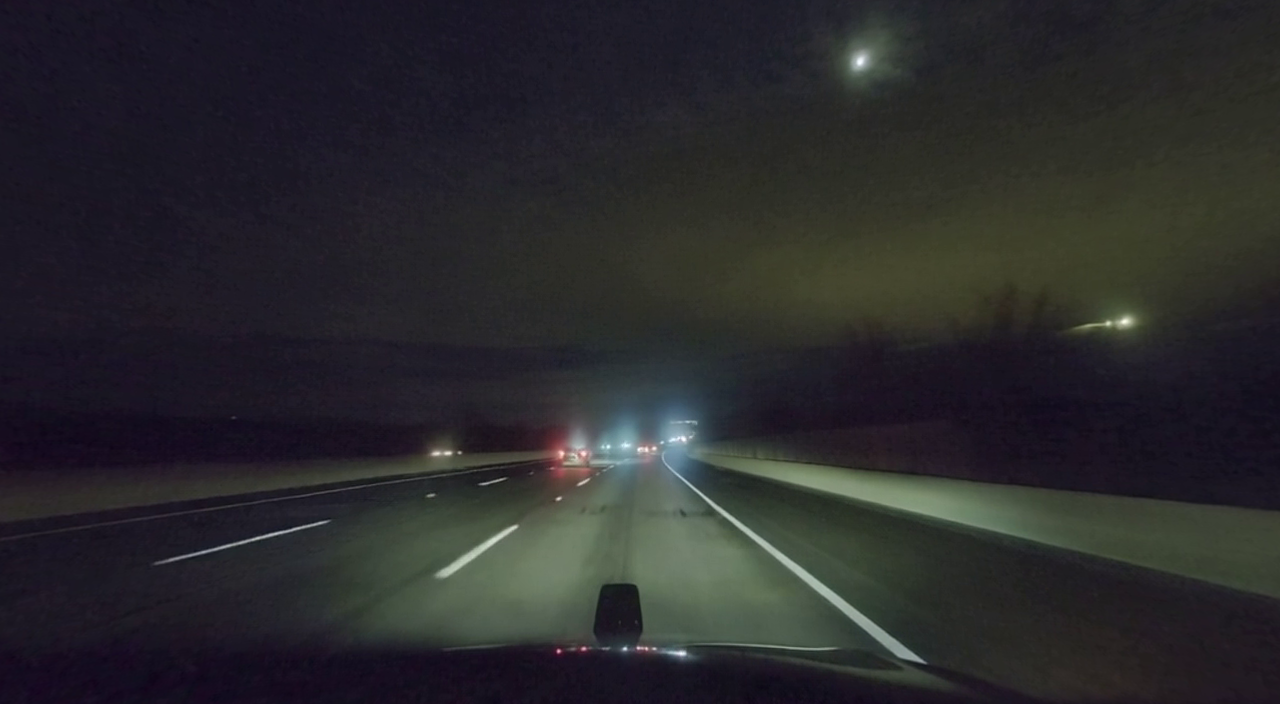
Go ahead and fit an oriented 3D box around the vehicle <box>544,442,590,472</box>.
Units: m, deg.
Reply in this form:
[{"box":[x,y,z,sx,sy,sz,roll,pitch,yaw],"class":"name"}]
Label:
[{"box":[-4.090,6.005,36.064,1.961,1.540,4.487,-1,-9,2],"class":"vehicle"}]
